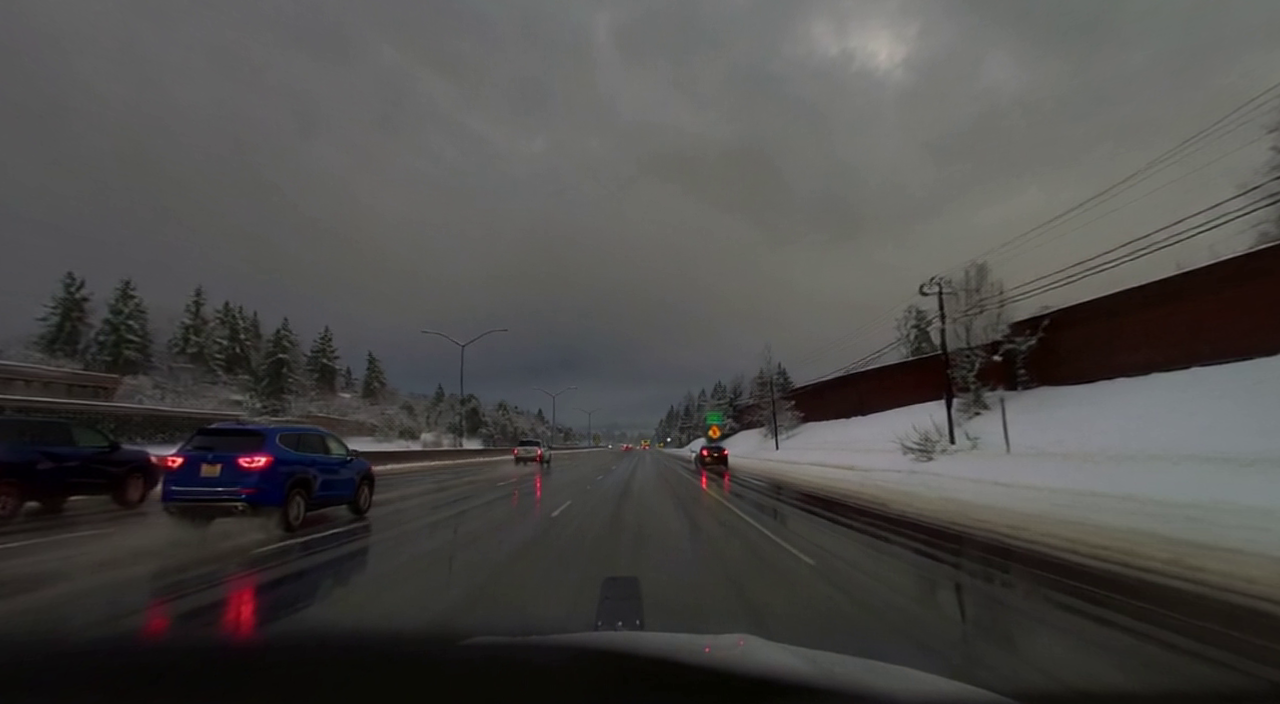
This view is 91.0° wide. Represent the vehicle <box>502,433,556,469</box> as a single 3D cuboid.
[{"bbox_3d":[-6.448,5.820,37.100,2.255,1.934,4.868,0,-9,0],"label":"vehicle"}]

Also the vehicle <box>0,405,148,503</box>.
[{"bbox_3d":[-13.814,2.139,13.307,2.162,1.922,5.732,0,-9,0],"label":"vehicle"}]

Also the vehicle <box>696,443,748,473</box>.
[{"bbox_3d":[4.507,5.920,35.455,2.251,1.520,4.550,1,-9,-1],"label":"vehicle"}]

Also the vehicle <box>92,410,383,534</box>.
[{"bbox_3d":[-6.543,2.015,11.091,2.058,1.698,4.567,0,-9,0],"label":"vehicle"}]
